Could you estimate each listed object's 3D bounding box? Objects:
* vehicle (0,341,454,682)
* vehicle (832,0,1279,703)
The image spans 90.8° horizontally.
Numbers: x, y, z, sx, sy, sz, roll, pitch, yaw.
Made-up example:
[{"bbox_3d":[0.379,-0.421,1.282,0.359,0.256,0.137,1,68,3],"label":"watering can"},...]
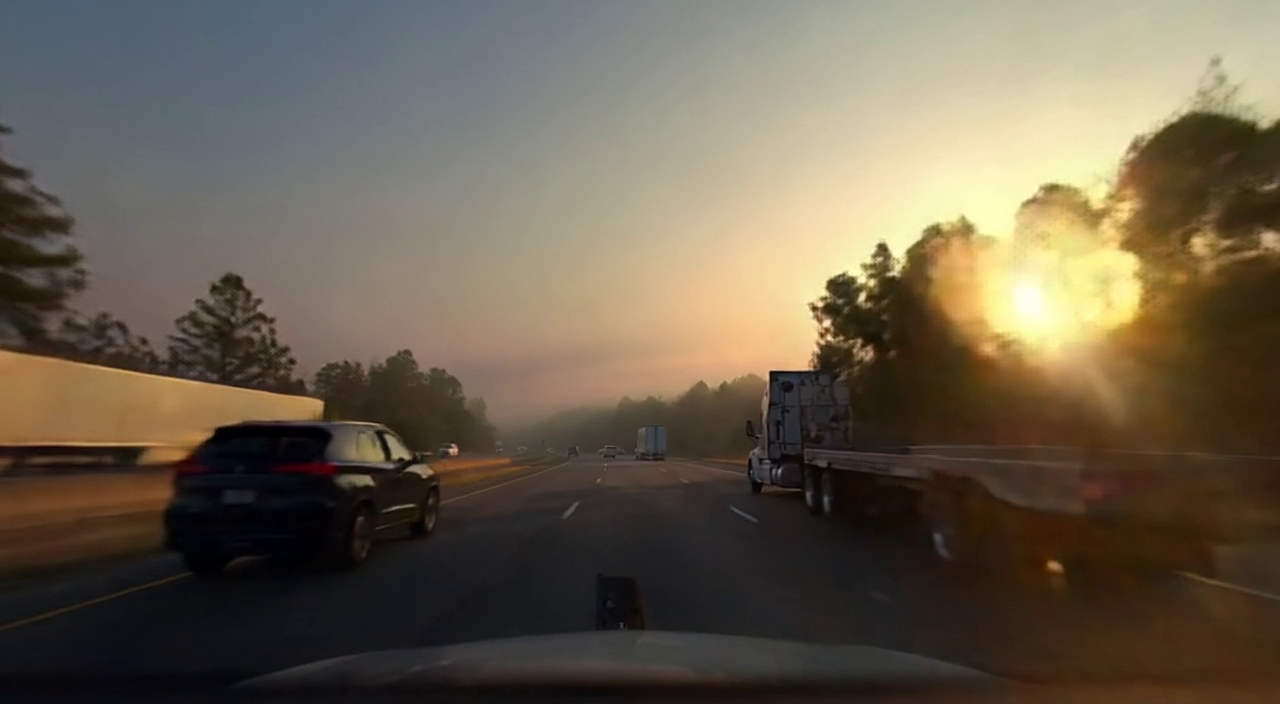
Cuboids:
[{"bbox_3d":[-3.749,1.282,6.152,2.337,1.942,4.984,0,-9,0],"label":"vehicle"},{"bbox_3d":[4.282,0.144,5.071,2.826,4.035,8.369,0,-9,0],"label":"vehicle"}]
